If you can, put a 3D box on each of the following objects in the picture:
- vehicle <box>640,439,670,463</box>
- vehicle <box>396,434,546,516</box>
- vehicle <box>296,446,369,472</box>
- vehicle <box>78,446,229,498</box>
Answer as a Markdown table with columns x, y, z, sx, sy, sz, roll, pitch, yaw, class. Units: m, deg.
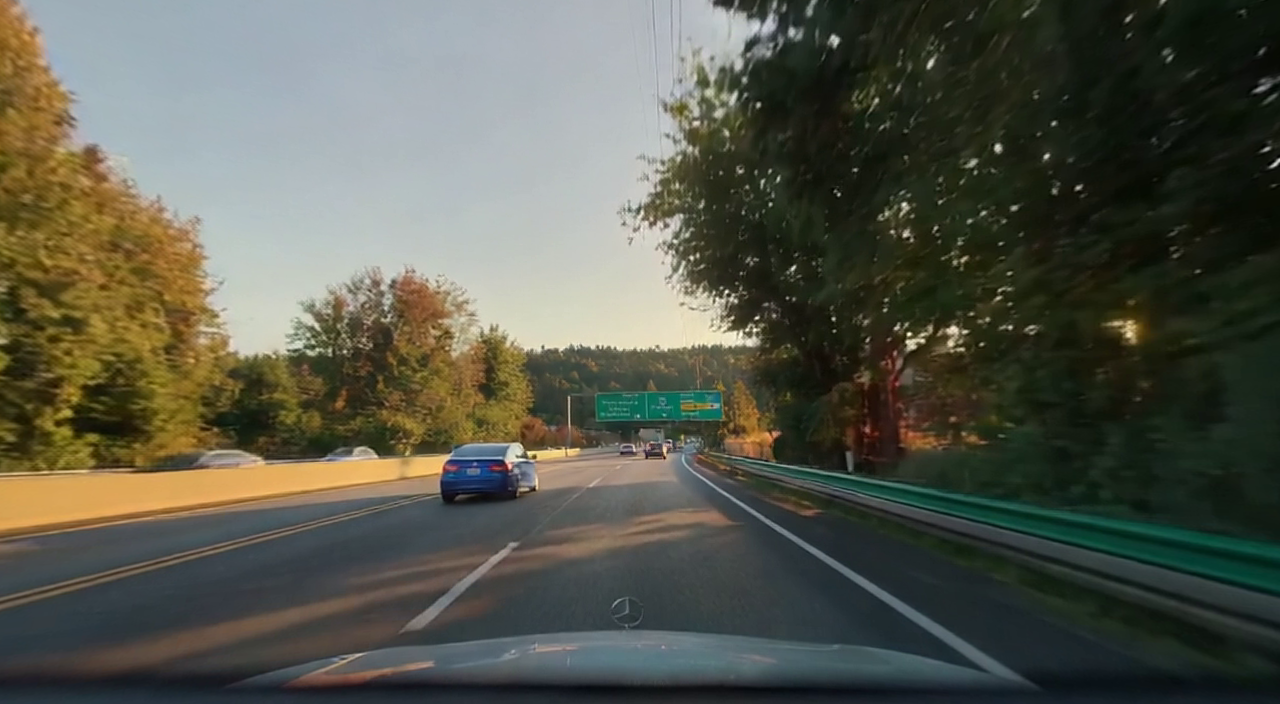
| x | y | z | sx | sy | sz | roll | pitch | yaw | class |
| --- | --- | --- | --- | --- | --- | --- | --- | --- | --- |
| 1.178 | 7.426 | 47.538 | 2.176 | 1.725 | 4.182 | 0 | -8 | 3 | vehicle |
| -3.509 | 2.640 | 14.099 | 2.021 | 1.515 | 4.453 | 0 | -8 | 2 | vehicle |
| -19.128 | 6.657 | 39.442 | 1.963 | 1.497 | 4.843 | 0 | -8 | 2 | vehicle |
| -15.682 | 3.850 | 20.594 | 1.791 | 1.474 | 3.831 | 0 | -8 | 1 | vehicle |
